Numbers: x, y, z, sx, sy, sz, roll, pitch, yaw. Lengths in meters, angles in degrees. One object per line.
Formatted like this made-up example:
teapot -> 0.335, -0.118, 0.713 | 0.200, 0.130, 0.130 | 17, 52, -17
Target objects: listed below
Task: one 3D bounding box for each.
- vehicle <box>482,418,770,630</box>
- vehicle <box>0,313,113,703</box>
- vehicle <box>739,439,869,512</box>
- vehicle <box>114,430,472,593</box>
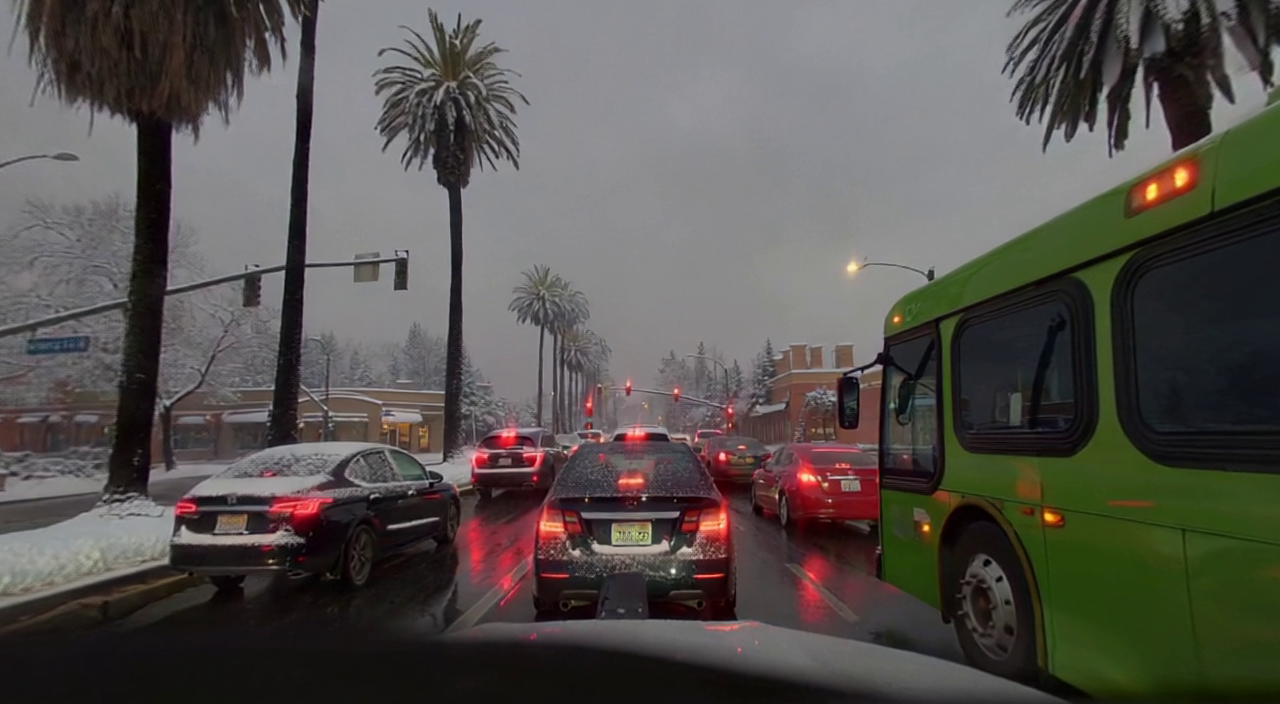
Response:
vehicle -> -0.110, 1.521, 6.510 | 2.060, 1.499, 3.831 | 0, -9, 0
vehicle -> -3.562, 0.467, 0.334 | 2.145, 1.824, 4.974 | 0, -9, 2
vehicle -> 3.718, 2.872, 15.181 | 1.989, 1.467, 4.364 | 0, -9, 1
vehicle -> -3.627, 1.720, 7.711 | 1.919, 1.415, 4.178 | 0, -9, 1
